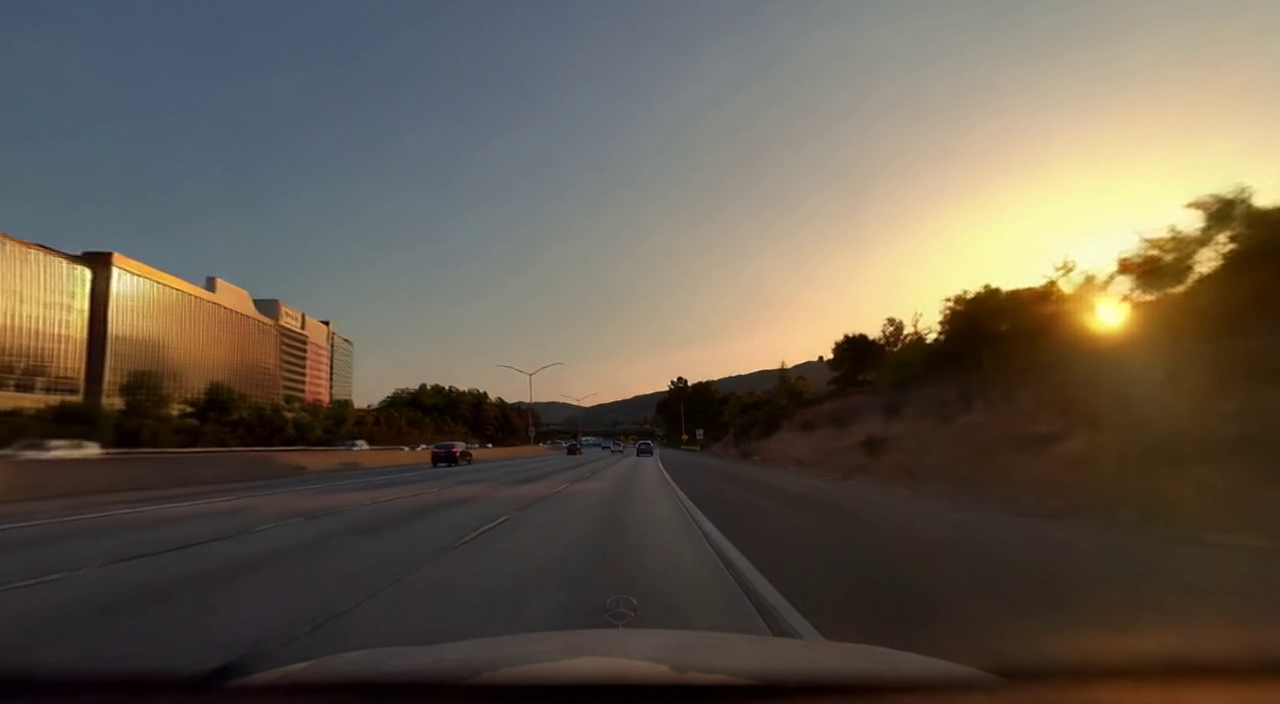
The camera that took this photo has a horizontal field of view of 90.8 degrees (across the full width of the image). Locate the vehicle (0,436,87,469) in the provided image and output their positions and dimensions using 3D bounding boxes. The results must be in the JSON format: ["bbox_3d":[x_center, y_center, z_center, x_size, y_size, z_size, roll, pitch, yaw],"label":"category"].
[{"bbox_3d":[-30.908,5.064,31.986,1.799,1.549,4.250,0,-8,2],"label":"vehicle"}]

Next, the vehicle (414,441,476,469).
[{"bbox_3d":[-10.669,5.645,34.948,1.914,1.440,4.467,0,-8,1],"label":"vehicle"}]
